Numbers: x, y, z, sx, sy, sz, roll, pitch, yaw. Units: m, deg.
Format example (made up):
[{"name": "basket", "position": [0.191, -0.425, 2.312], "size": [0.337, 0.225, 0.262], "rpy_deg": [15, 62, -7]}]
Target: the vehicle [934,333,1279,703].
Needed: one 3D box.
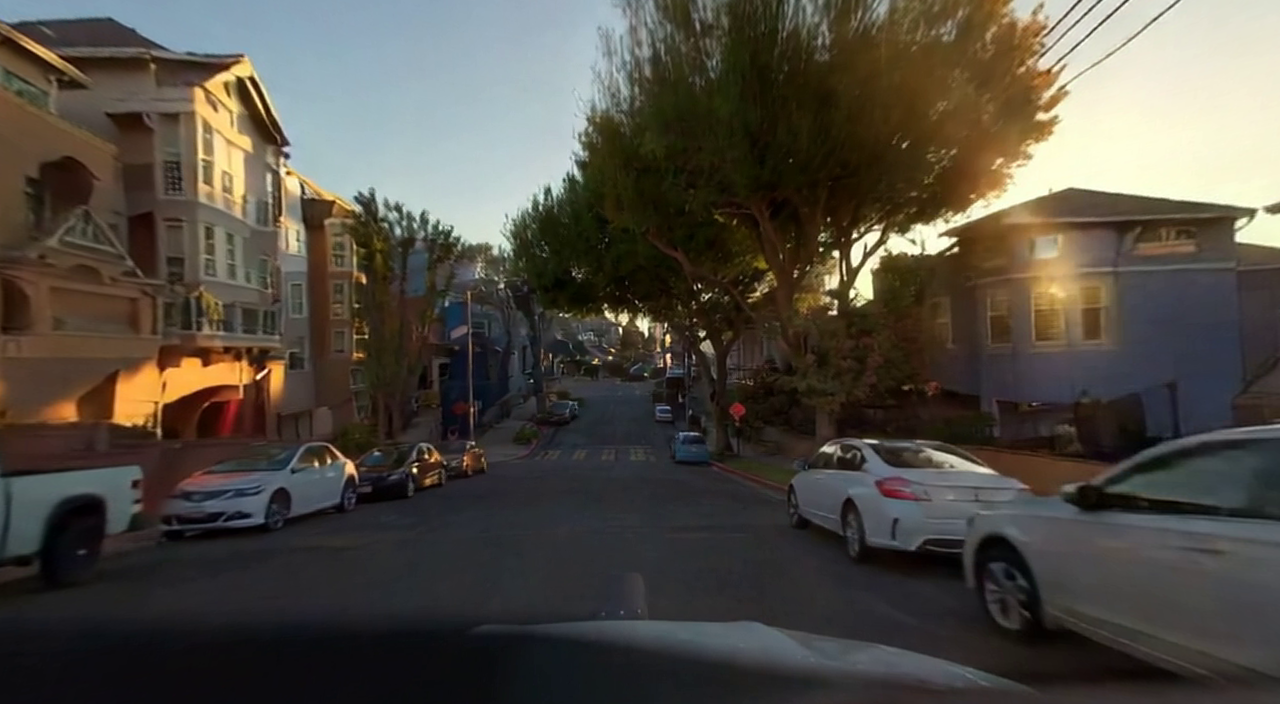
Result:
[{"name": "vehicle", "position": [3.428, 0.863, 2.828], "size": [1.952, 1.738, 4.518], "rpy_deg": [0, -8, -1]}]

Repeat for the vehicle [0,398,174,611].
[{"name": "vehicle", "position": [-6.192, 1.214, 4.890], "size": [1.830, 1.750, 4.502], "rpy_deg": [1, -8, -2]}]

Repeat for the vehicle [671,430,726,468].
[{"name": "vehicle", "position": [2.628, 4.488, 29.429], "size": [1.966, 1.620, 4.187], "rpy_deg": [0, -8, -3]}]

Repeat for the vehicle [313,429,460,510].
[{"name": "vehicle", "position": [-6.137, 2.824, 16.015], "size": [1.922, 1.569, 4.677], "rpy_deg": [-1, -5, -1]}]

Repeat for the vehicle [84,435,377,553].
[{"name": "vehicle", "position": [-6.296, 2.174, 10.535], "size": [1.909, 1.490, 4.439], "rpy_deg": [-1, -8, 0]}]
